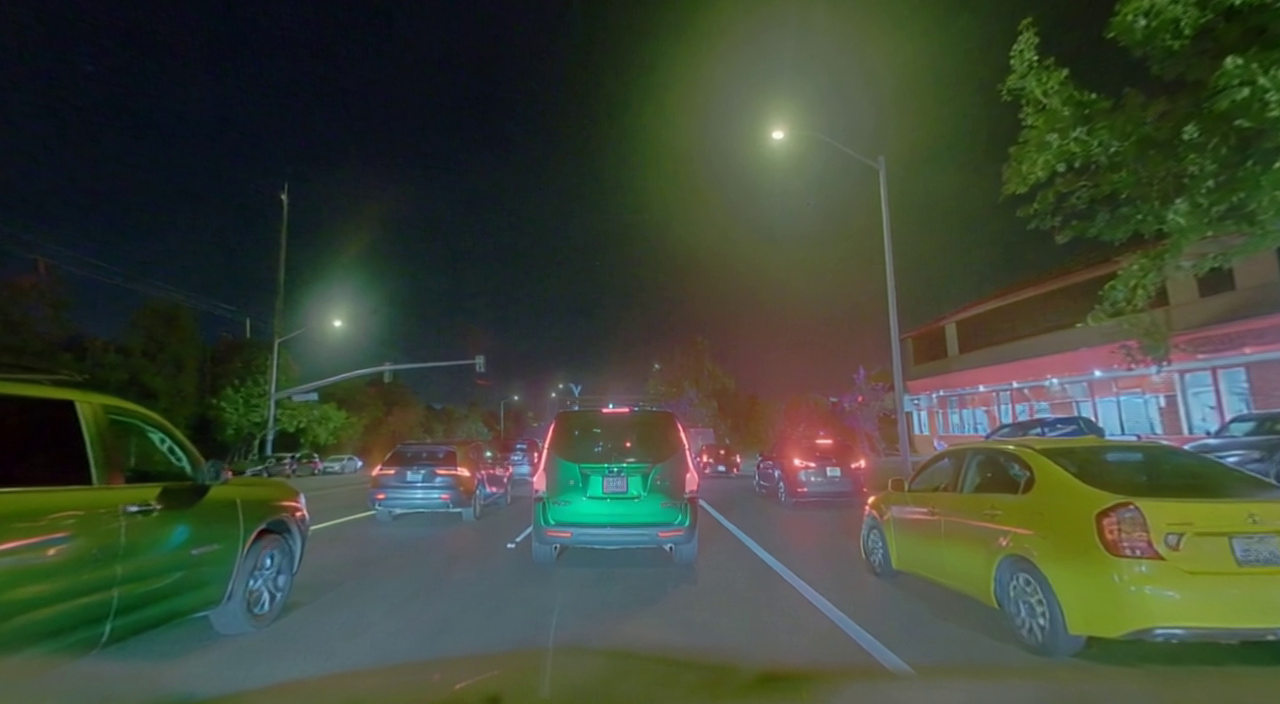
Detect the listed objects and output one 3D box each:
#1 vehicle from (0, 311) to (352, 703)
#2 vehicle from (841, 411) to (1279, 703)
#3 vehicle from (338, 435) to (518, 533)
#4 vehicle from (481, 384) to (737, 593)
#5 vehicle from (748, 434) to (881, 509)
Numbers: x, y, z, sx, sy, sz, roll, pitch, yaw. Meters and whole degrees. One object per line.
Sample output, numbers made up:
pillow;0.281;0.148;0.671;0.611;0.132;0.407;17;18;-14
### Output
vehicle;-3.604;0.879;3.129;2.231;1.853;4.461;0;-9;0
vehicle;3.372;1.356;5.252;1.900;1.477;4.352;0;-9;-1
vehicle;-3.585;2.298;11.605;1.849;1.451;4.218;0;-9;0
vehicle;-0.305;1.507;7.717;2.238;1.825;4.190;0;-9;-1
vehicle;3.937;2.768;15.078;1.875;1.521;4.192;0;-9;-2
